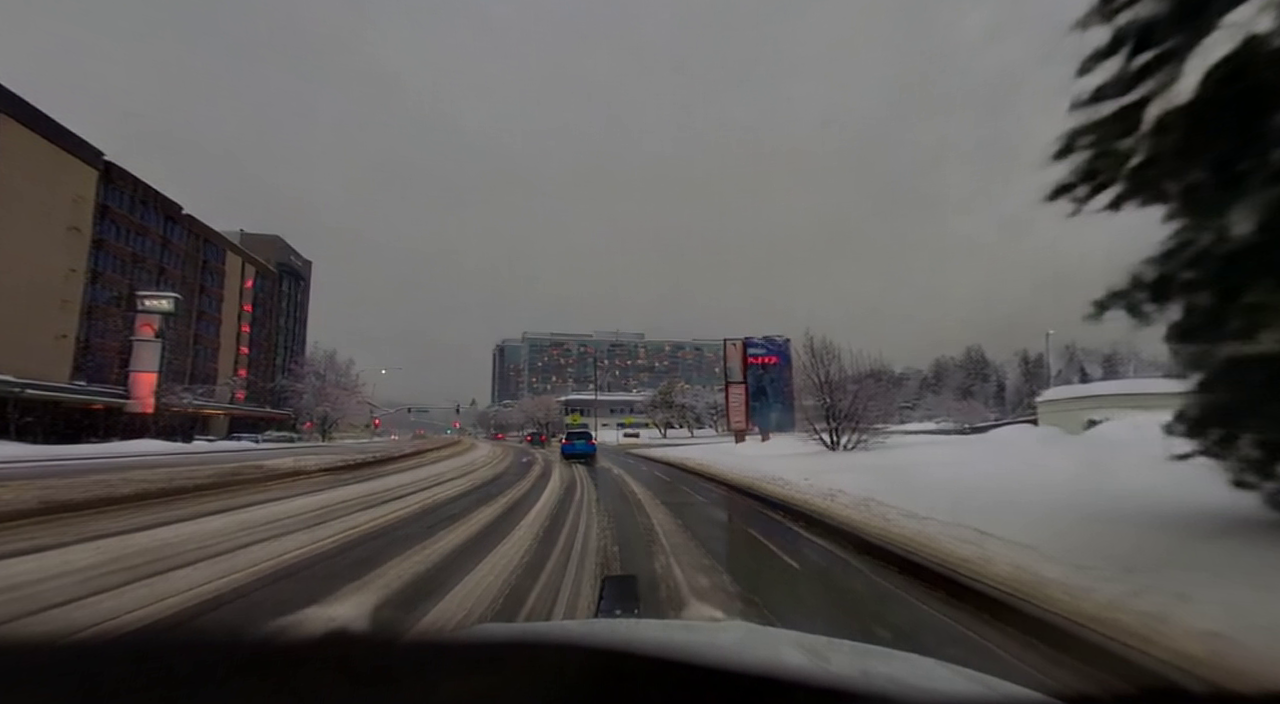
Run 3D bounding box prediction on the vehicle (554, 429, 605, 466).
[{"bbox_3d":[-2.936,4.485,29.847,2.231,1.572,4.227,1,-8,-7],"label":"vehicle"}]
